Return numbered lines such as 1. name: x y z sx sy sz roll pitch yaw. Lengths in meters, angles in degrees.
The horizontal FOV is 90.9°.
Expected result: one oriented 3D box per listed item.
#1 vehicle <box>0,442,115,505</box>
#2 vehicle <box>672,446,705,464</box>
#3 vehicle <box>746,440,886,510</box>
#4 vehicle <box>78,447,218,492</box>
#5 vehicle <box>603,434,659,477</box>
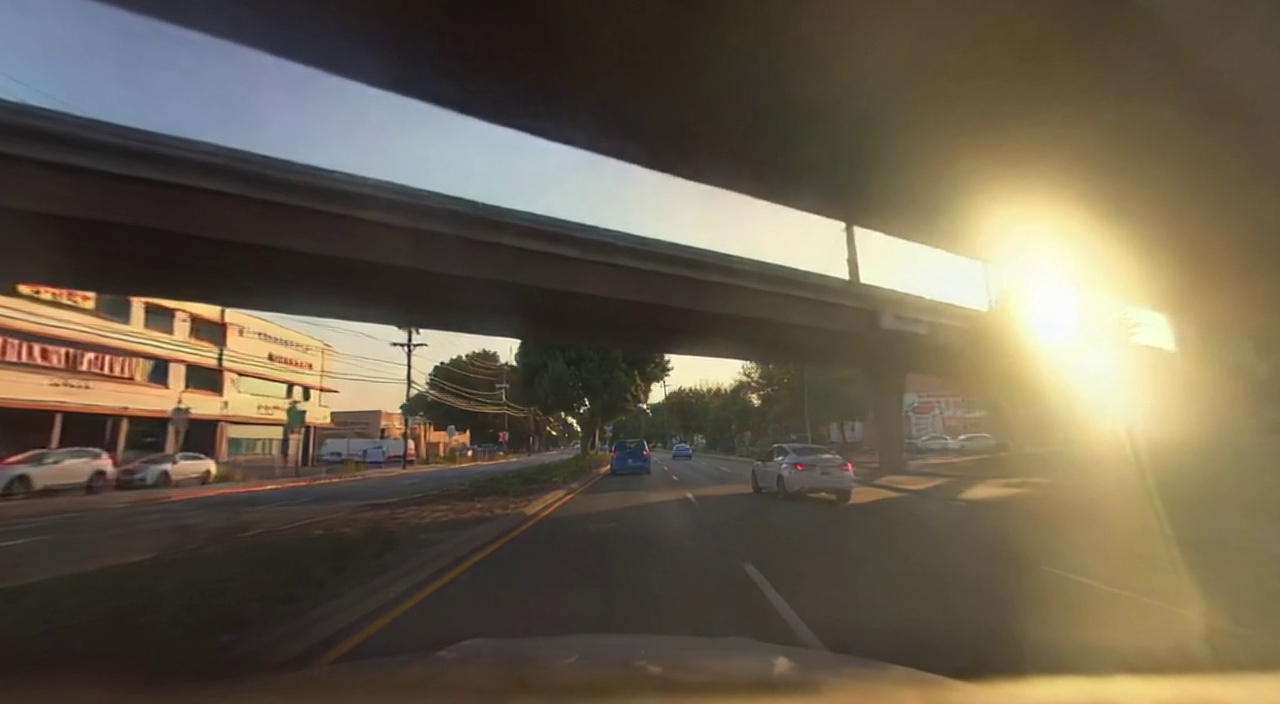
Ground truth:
1. vehicle: -19.758 3.823 20.214 1.989 1.820 4.427 0 -8 -1
2. vehicle: 3.718 7.959 48.868 2.126 1.375 4.241 0 -8 -1
3. vehicle: 4.209 3.006 15.980 1.954 1.479 4.557 1 -8 -4
4. vehicle: -19.439 4.627 25.213 1.913 1.612 4.505 0 -8 0
5. vehicle: -0.389 4.817 29.583 2.441 1.813 4.581 0 -8 0
